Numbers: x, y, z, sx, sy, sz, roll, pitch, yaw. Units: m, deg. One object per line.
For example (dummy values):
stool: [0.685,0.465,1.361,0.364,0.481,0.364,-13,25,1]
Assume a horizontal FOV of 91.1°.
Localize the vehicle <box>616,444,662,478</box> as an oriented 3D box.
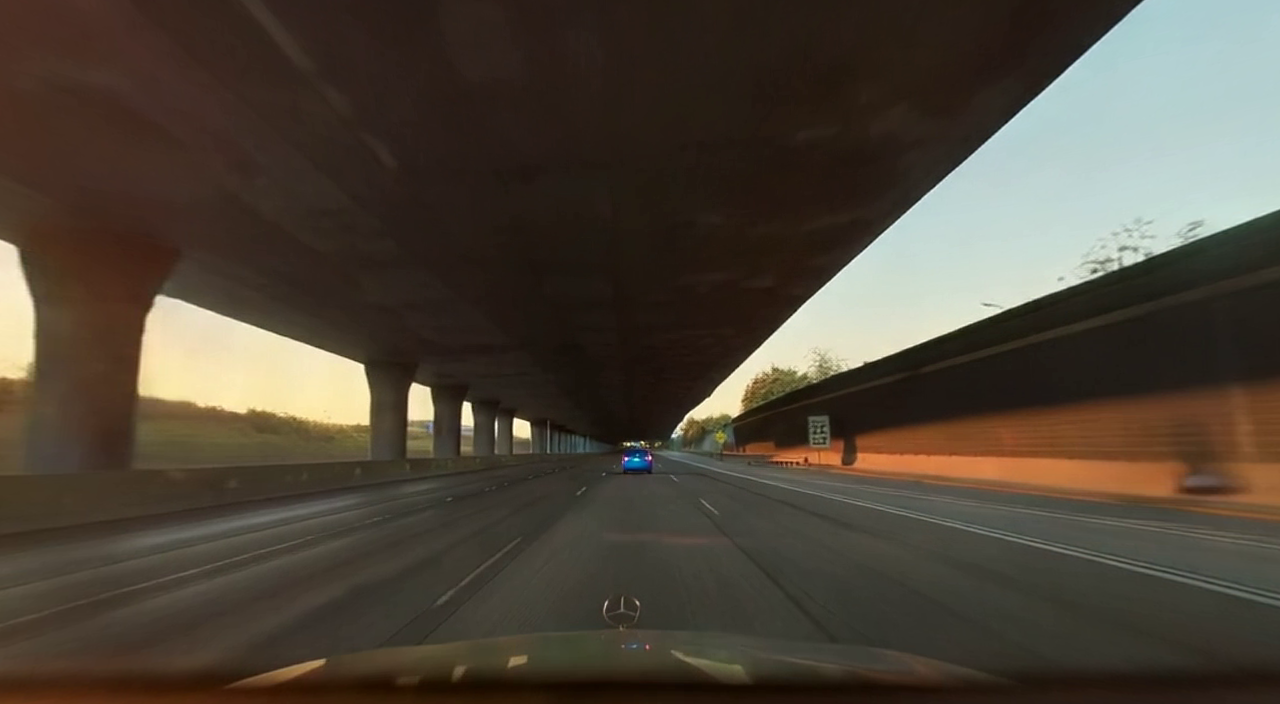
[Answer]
vehicle: [-0.084,5.232,30.364,2.055,1.501,4.321,0,-9,0]
